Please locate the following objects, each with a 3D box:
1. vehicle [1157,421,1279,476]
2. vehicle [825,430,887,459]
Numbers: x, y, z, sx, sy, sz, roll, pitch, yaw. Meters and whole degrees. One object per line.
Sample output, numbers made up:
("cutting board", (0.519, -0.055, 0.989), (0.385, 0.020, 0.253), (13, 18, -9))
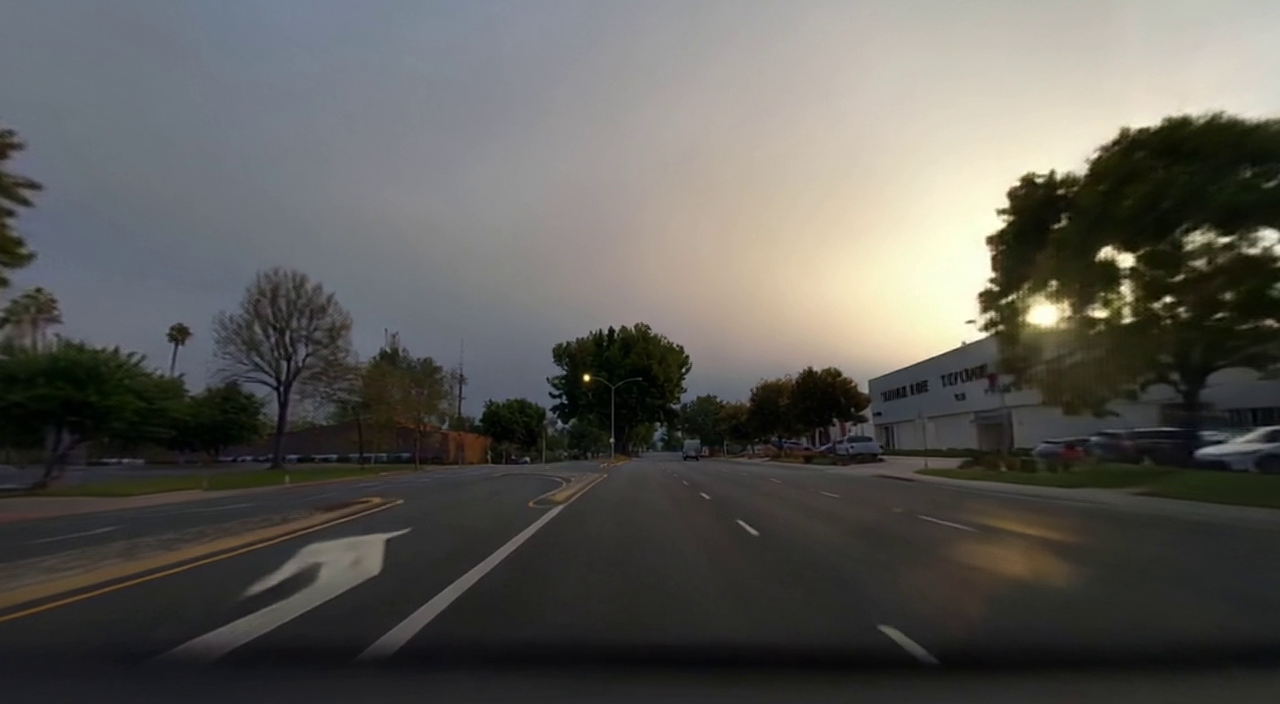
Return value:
("vehicle", (19.870, 3.128, 20.525), (4.145, 1.675, 2.206), (0, -9, -1))
("vehicle", (15.088, 6.507, 44.468), (2.195, 1.926, 5.466), (0, -9, -3))
